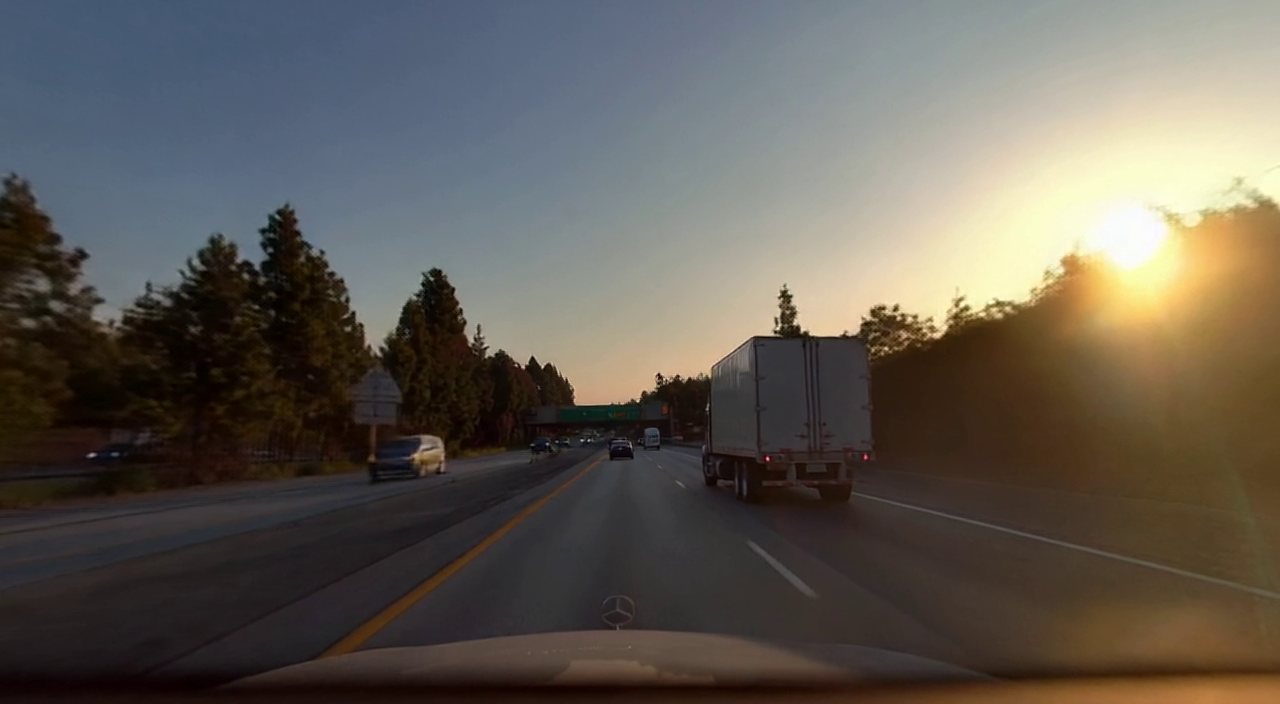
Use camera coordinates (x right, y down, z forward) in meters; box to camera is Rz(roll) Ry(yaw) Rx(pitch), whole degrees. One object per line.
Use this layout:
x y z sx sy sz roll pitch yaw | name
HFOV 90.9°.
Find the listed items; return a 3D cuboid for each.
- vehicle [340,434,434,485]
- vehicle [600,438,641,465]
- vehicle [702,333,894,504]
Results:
-9.494 4.015 24.051 1.985 1.746 3.918 0 -8 -1 | vehicle
-1.107 5.774 36.961 2.259 1.466 3.693 0 -8 -1 | vehicle
3.658 1.891 17.142 2.921 3.526 8.207 0 -8 -1 | vehicle
